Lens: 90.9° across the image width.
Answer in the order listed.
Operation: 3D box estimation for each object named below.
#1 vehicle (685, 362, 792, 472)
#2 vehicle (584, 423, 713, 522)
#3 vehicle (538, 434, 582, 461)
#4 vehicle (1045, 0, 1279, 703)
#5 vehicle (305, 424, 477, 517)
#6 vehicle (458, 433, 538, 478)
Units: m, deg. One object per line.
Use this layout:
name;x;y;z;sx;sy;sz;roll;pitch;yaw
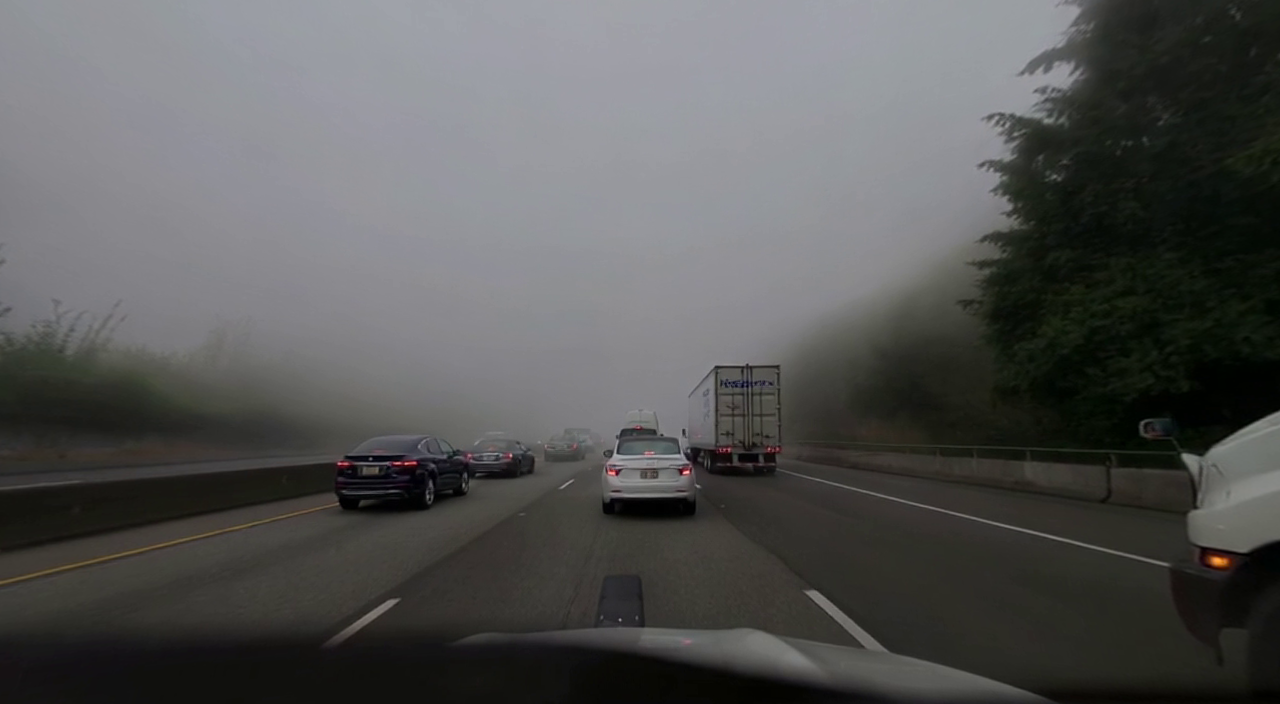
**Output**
vehicle;4.200;3.355;30.760;2.892;4.101;14.252;0;-8;0
vehicle;0.131;2.097;11.529;1.973;1.505;3.568;0;-8;0
vehicle;-4.596;5.534;36.747;1.887;1.493;4.411;0;-8;1
vehicle;3.867;-0.291;0.435;2.982;3.860;6.011;0;-8;0
vehicle;-4.618;2.218;12.343;1.821;1.514;3.677;0;-8;0
vehicle;-5.004;3.671;22.813;1.880;1.458;3.978;0;-8;1
